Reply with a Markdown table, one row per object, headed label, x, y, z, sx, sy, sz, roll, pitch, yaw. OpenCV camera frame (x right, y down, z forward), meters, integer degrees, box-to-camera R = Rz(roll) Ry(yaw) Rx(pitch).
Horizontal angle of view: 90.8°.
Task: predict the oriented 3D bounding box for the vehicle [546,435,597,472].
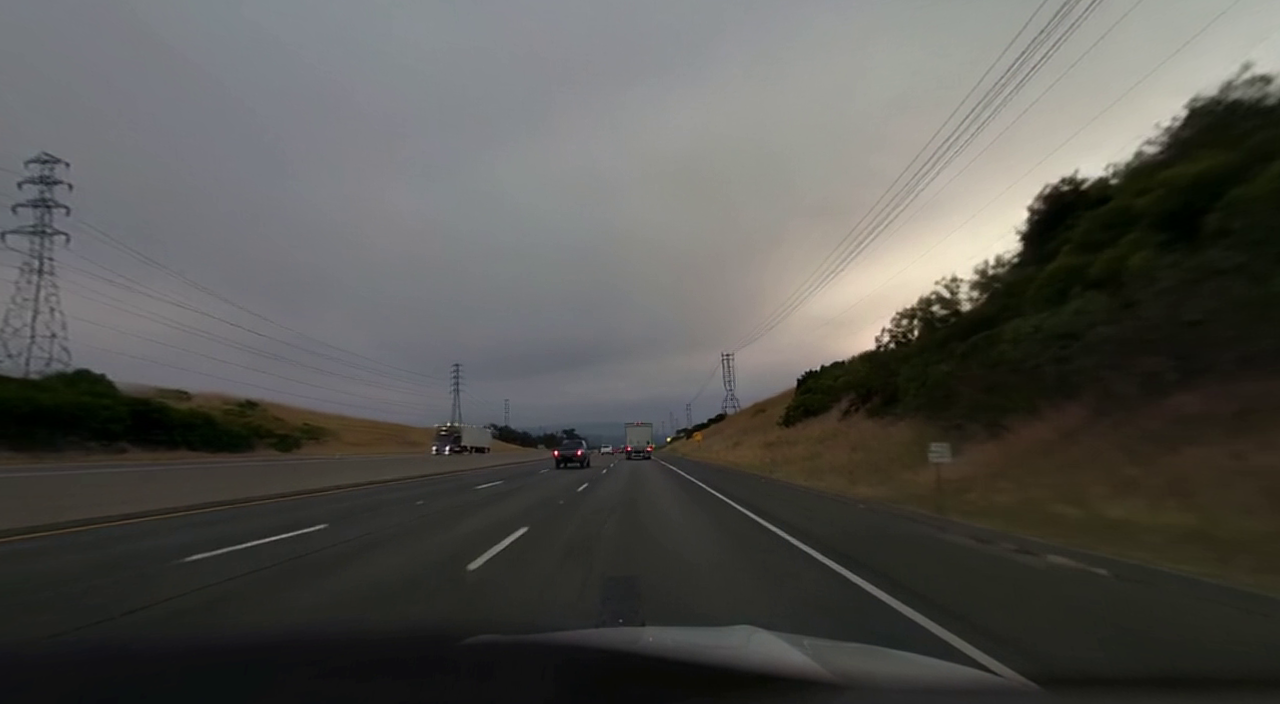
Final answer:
| label | x | y | z | sx | sy | sz | roll | pitch | yaw |
| --- | --- | --- | --- | --- | --- | --- | --- | --- | --- |
| vehicle | -3.748 | 5.684 | 35.437 | 2.207 | 1.949 | 4.911 | 0 | -9 | 1 |
